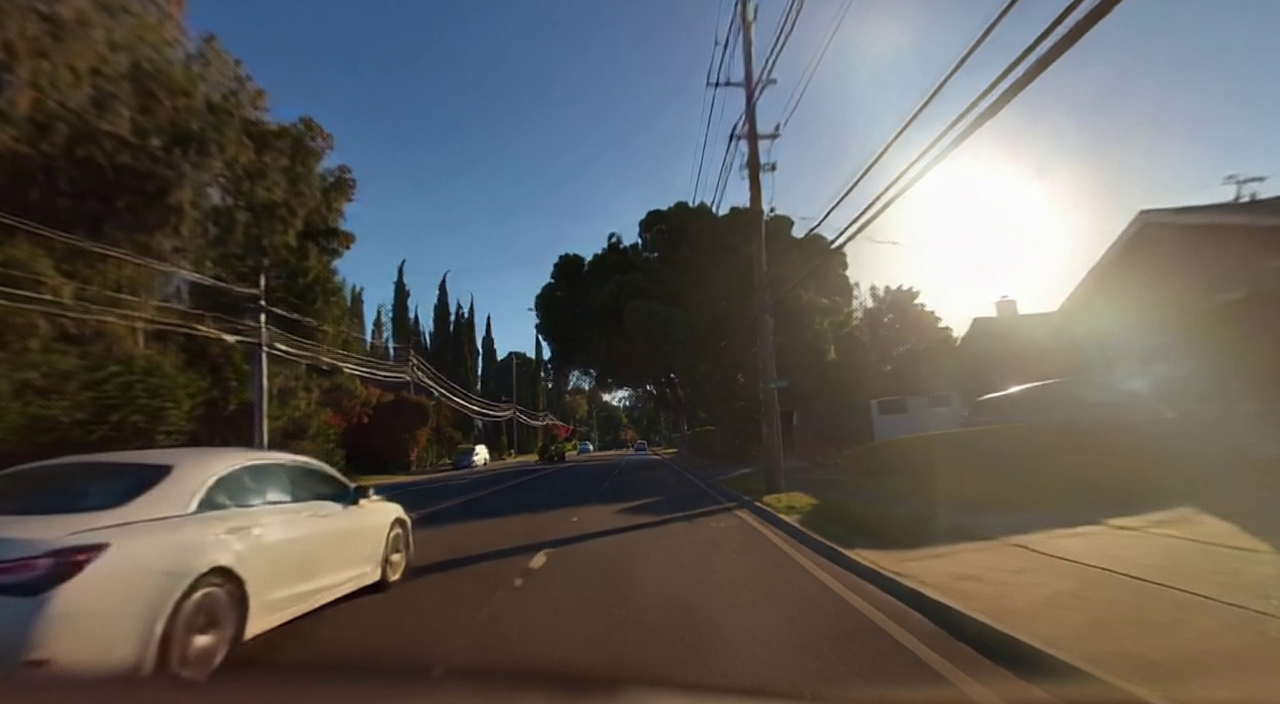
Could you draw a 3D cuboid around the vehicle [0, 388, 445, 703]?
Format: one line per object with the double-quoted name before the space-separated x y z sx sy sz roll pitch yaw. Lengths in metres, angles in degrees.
"vehicle" -3.097 1.134 3.804 2.085 1.512 5.023 0 -8 2
